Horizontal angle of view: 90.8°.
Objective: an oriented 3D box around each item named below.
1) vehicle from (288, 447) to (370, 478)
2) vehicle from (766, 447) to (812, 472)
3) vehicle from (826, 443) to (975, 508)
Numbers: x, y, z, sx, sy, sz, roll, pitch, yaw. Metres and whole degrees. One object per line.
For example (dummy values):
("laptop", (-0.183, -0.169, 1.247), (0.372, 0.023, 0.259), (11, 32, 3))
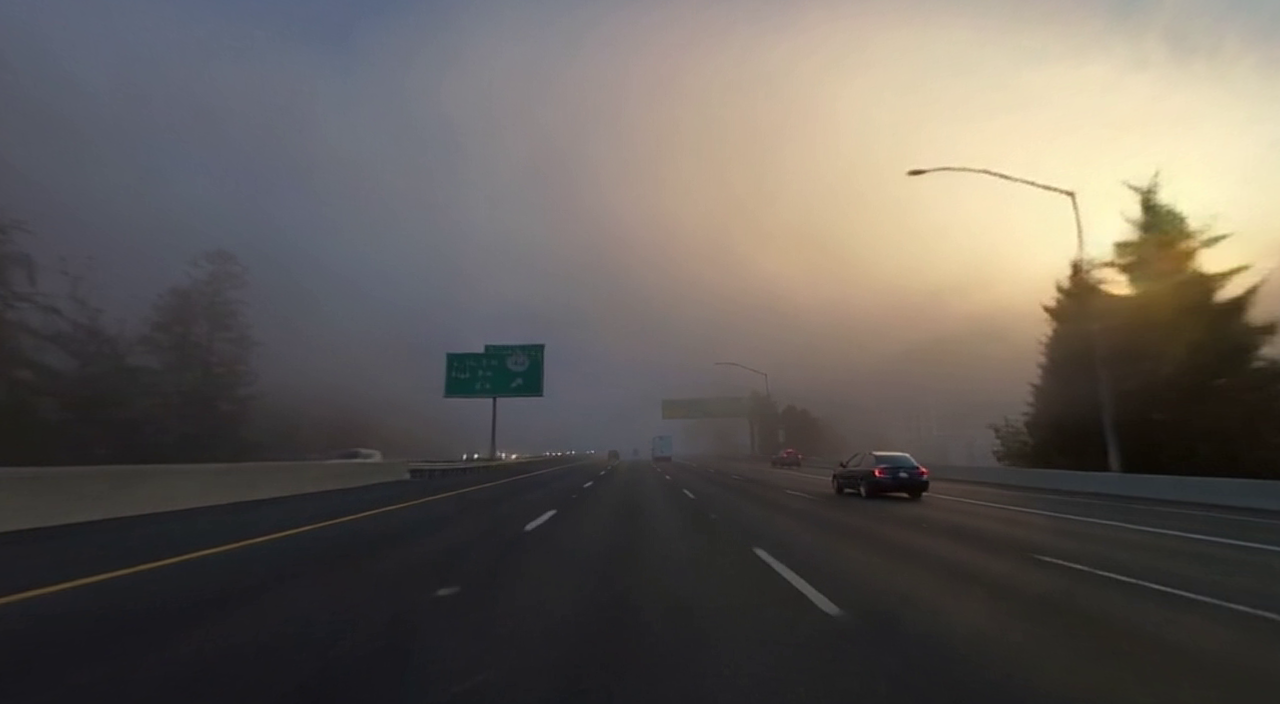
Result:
("vehicle", (-15.824, 5.621, 32.431), (1.859, 1.486, 4.543), (0, -9, 0))
("vehicle", (9.605, 6.969, 41.084), (1.878, 1.509, 4.327), (0, -9, -1))
("vehicle", (6.816, 3.257, 17.241), (1.861, 1.500, 4.860), (0, -9, -2))
